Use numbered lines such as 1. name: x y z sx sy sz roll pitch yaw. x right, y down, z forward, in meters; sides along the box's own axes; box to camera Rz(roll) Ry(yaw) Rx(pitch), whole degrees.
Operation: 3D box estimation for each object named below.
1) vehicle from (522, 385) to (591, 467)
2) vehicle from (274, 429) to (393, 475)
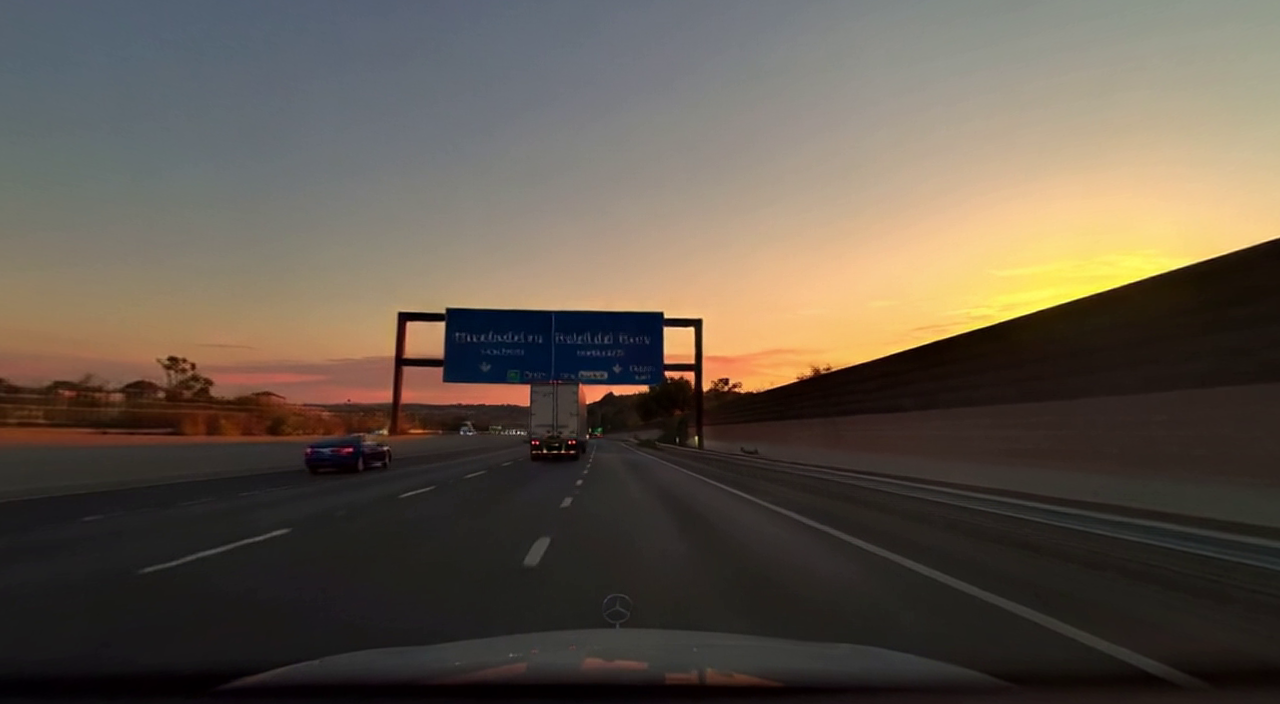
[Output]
1. vehicle: -4.623 4.548 37.321 3.002 3.987 12.477 1 -8 -3
2. vehicle: -11.189 3.675 23.422 2.138 1.531 4.864 0 -8 -2
